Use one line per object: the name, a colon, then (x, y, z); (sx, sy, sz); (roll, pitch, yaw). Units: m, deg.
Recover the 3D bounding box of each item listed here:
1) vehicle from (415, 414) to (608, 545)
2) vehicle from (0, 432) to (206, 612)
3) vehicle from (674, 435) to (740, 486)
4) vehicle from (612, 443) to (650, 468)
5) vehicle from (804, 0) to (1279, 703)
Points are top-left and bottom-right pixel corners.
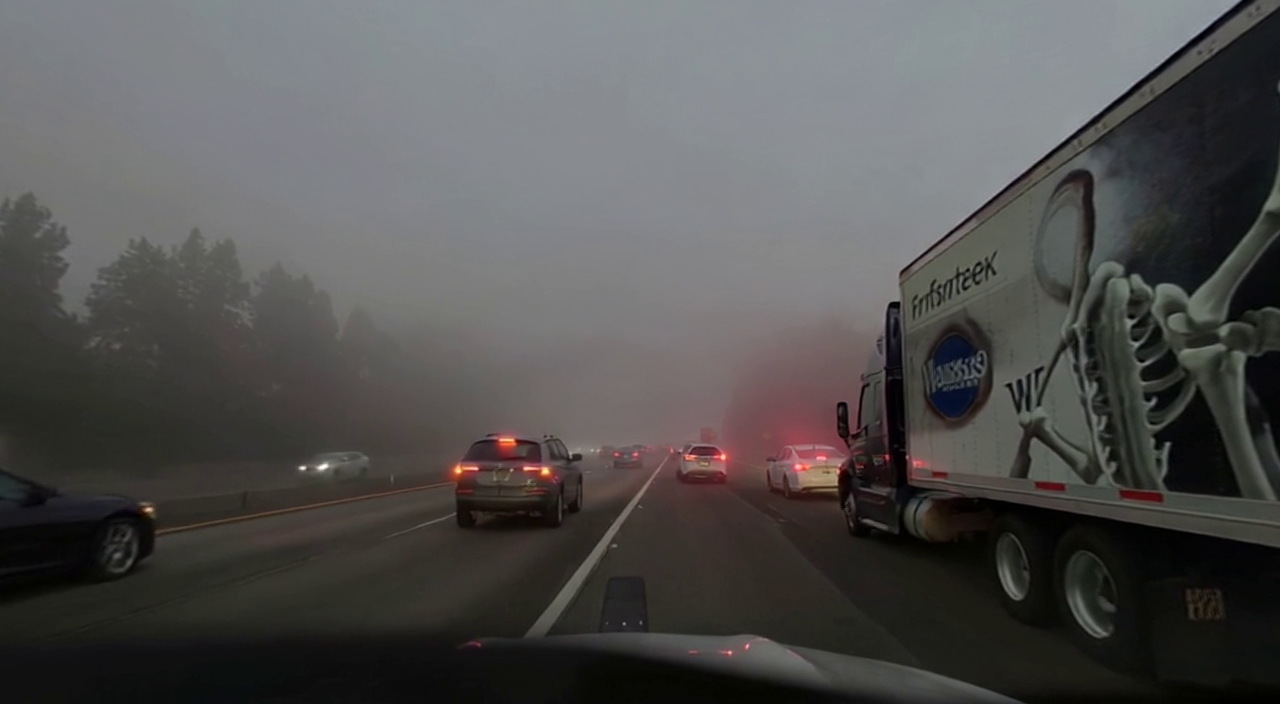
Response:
vehicle: (-1.924, 2.122, 11.173); (2.153, 1.805, 4.631); (-1, -8, 4)
vehicle: (-6.218, 1.353, 4.883); (1.965, 1.443, 4.968); (-1, -8, 4)
vehicle: (2.383, 3.990, 23.553); (2.156, 1.701, 4.494); (-1, -8, 3)
vehicle: (-0.495, 6.498, 39.731); (2.036, 1.441, 4.253); (-1, -8, 4)
vehicle: (3.972, 0.589, 5.439); (2.987, 3.212, 9.311); (-1, -8, 3)
